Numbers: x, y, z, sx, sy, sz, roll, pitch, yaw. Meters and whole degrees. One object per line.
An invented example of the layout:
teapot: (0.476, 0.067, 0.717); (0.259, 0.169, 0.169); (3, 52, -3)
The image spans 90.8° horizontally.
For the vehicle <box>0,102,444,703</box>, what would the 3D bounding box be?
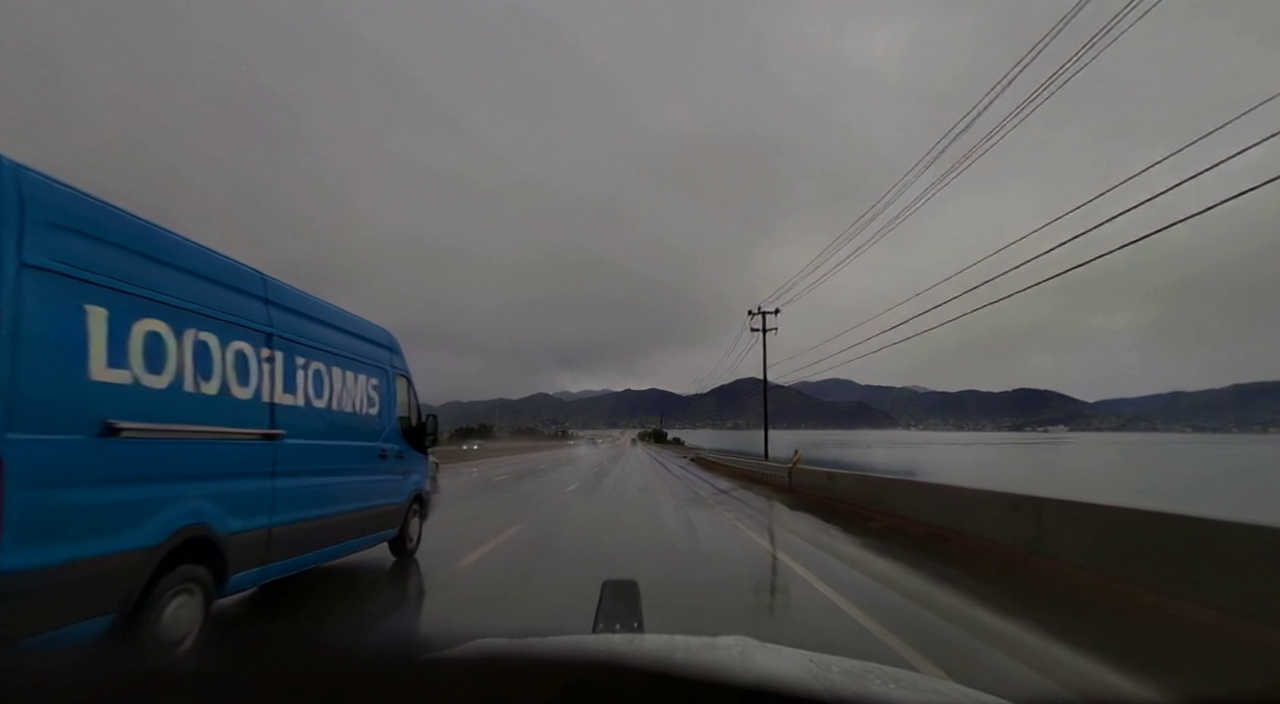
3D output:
vehicle: (-3.787, 0.738, 5.041); (2.331, 2.757, 6.581); (0, -8, 0)
